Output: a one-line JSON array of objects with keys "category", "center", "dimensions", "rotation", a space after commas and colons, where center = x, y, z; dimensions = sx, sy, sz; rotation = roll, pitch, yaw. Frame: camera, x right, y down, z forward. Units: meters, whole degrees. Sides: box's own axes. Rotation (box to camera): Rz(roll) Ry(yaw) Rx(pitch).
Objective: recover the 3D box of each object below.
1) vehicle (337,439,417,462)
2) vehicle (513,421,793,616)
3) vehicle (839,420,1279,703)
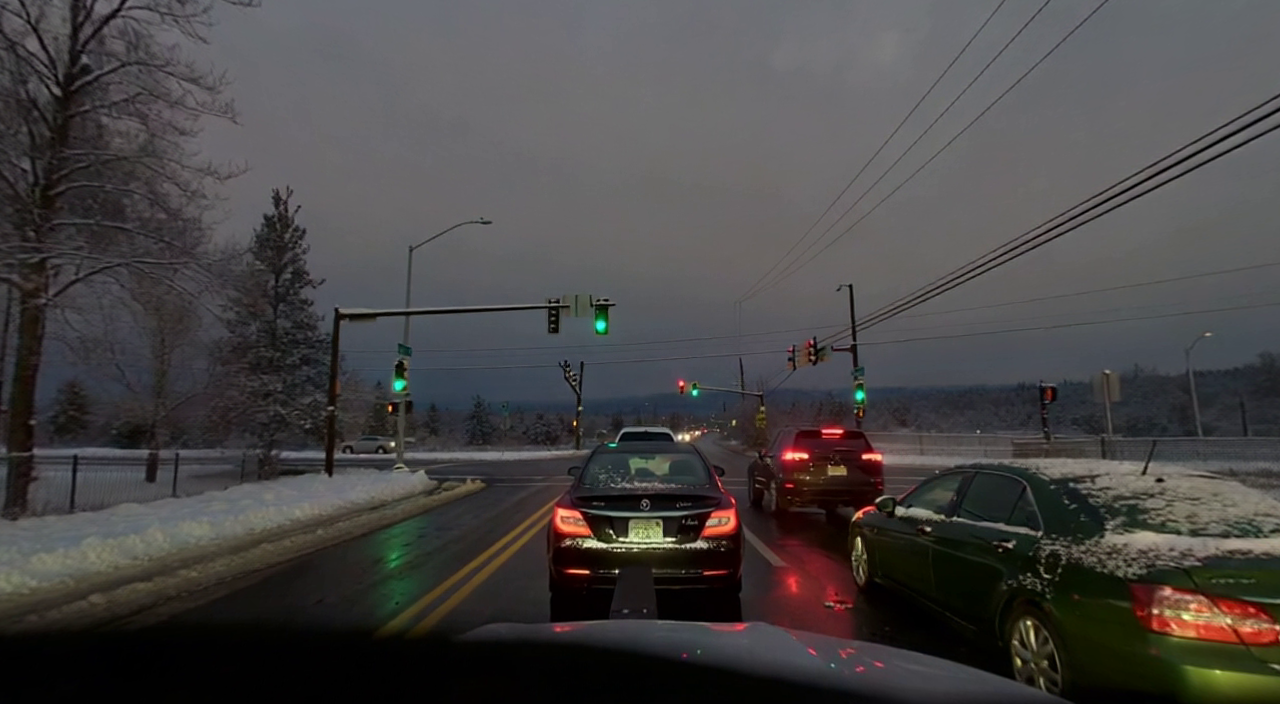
[{"category": "vehicle", "center": [-17.228, 6.478, 41.379], "dimensions": [4.406, 1.458, 1.892], "rotation": [-1, -8, 7]}, {"category": "vehicle", "center": [0.076, 1.615, 7.148], "dimensions": [2.170, 1.497, 4.369], "rotation": [0, -8, -1]}, {"category": "vehicle", "center": [3.100, 1.266, 4.258], "dimensions": [2.027, 1.432, 4.431], "rotation": [0, -8, 0]}]
